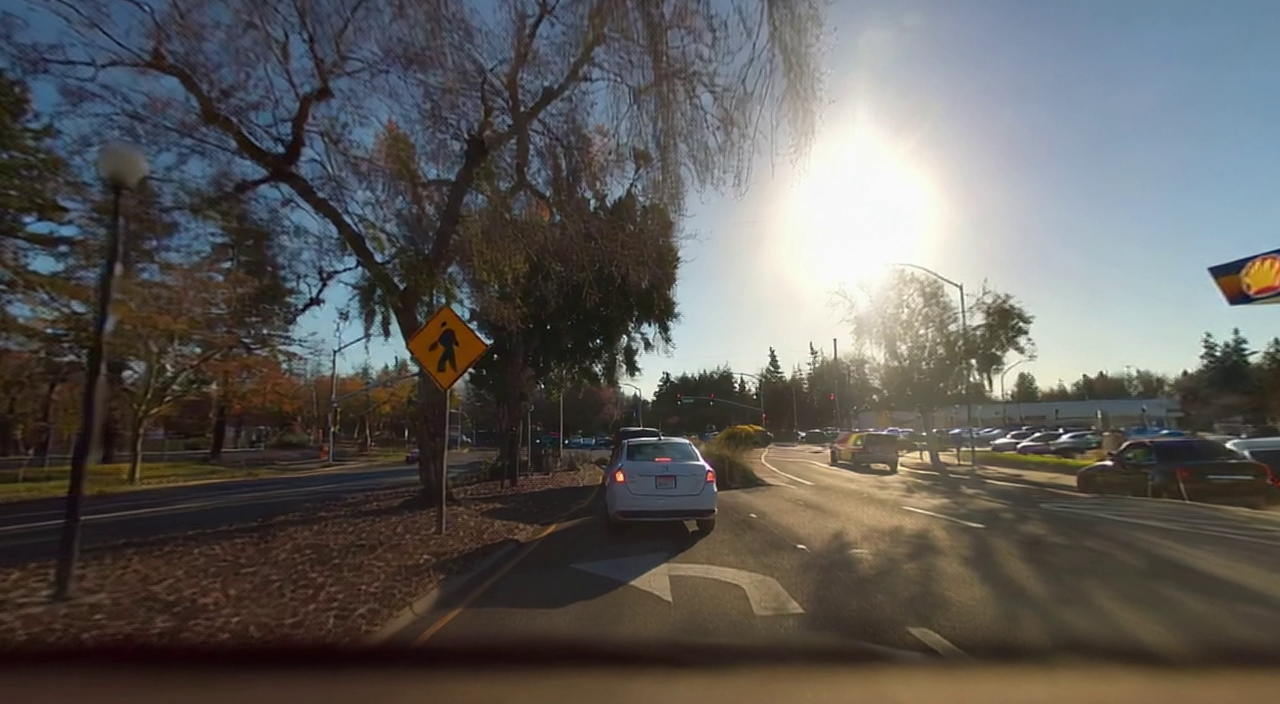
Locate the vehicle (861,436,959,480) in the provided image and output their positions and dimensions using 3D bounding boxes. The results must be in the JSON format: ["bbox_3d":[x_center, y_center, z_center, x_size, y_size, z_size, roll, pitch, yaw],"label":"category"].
[{"bbox_3d":[10.794,4.276,25.615,1.976,1.584,4.516,0,-9,0],"label":"vehicle"}]

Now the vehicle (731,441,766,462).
[{"bbox_3d":[7.461,6.896,43.684,1.716,1.400,3.921,0,-9,0],"label":"vehicle"}]

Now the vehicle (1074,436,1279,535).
[{"bbox_3d":[10.636,2.344,11.685,1.880,1.472,4.694,0,-9,0],"label":"vehicle"}]

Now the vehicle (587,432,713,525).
[{"bbox_3d":[0.131,2.358,12.291,2.032,1.461,4.173,0,-9,-1],"label":"vehicle"}]

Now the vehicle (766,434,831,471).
[{"bbox_3d":[7.854,5.043,31.737,1.991,1.695,4.357,0,-9,-2],"label":"vehicle"}]
